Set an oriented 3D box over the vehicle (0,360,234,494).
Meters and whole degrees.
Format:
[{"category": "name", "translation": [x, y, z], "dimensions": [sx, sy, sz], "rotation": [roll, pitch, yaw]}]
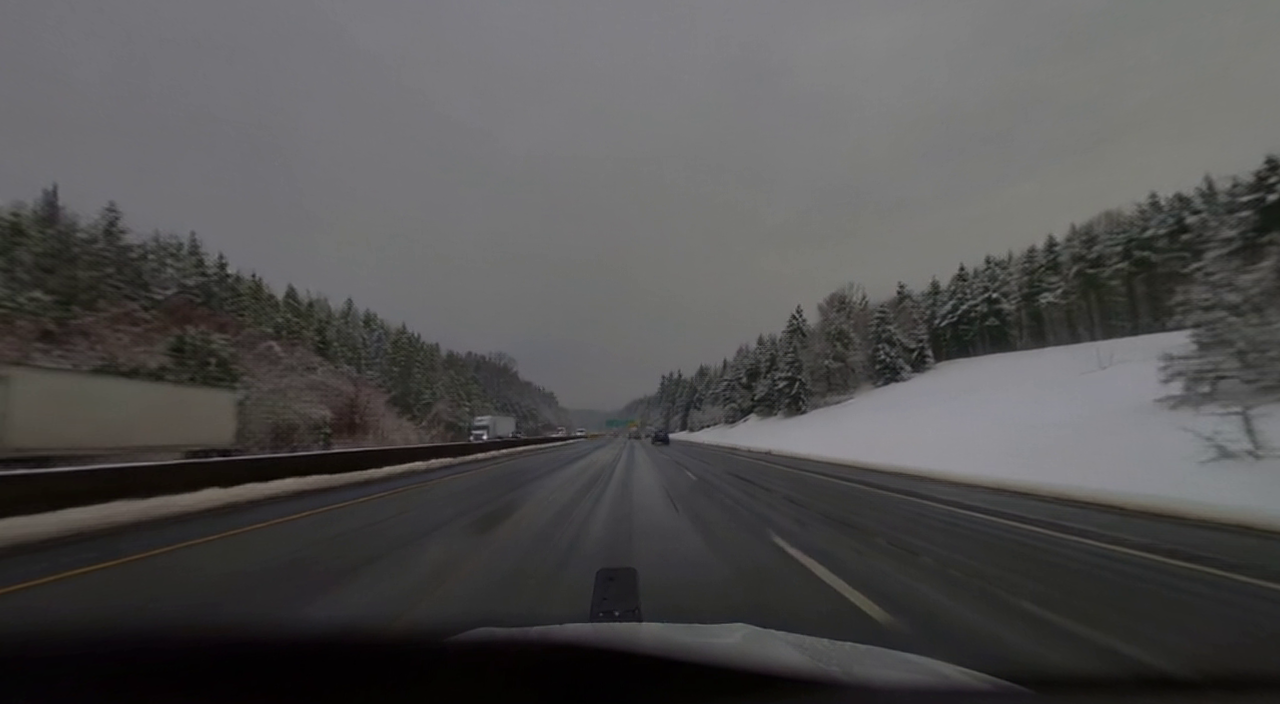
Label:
[{"category": "vehicle", "translation": [-21.008, 2.816, 23.076], "dimensions": [2.909, 4.050, 14.324], "rotation": [0, -8, -1]}]
